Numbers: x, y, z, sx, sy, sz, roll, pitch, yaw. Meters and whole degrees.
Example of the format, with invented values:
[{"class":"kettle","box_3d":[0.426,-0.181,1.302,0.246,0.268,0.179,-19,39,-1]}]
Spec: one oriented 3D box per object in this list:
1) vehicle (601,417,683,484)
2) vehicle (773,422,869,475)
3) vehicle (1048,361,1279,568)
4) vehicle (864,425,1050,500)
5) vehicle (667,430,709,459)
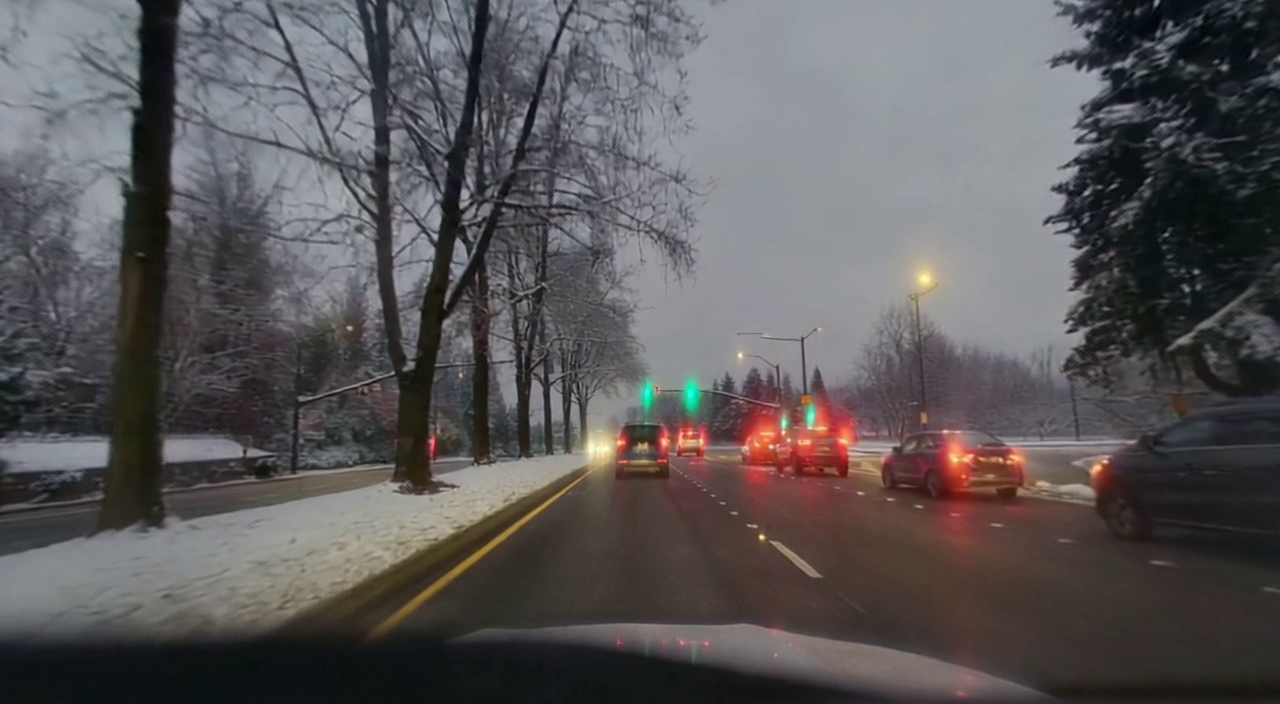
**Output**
[{"class":"vehicle","box_3d":[0.061,3.137,20.263,2.353,1.894,4.122,0,-9,0]},{"class":"vehicle","box_3d":[7.039,3.849,25.256,2.251,1.873,5.346,0,-9,0]},{"class":"vehicle","box_3d":[7.091,1.161,6.650,2.226,1.913,4.901,0,-9,-1]},{"class":"vehicle","box_3d":[7.337,2.624,15.351,2.004,1.504,4.836,0,-9,0]},{"class":"vehicle","box_3d":[3.166,6.262,42.660,2.388,1.833,4.506,0,-9,-1]}]
